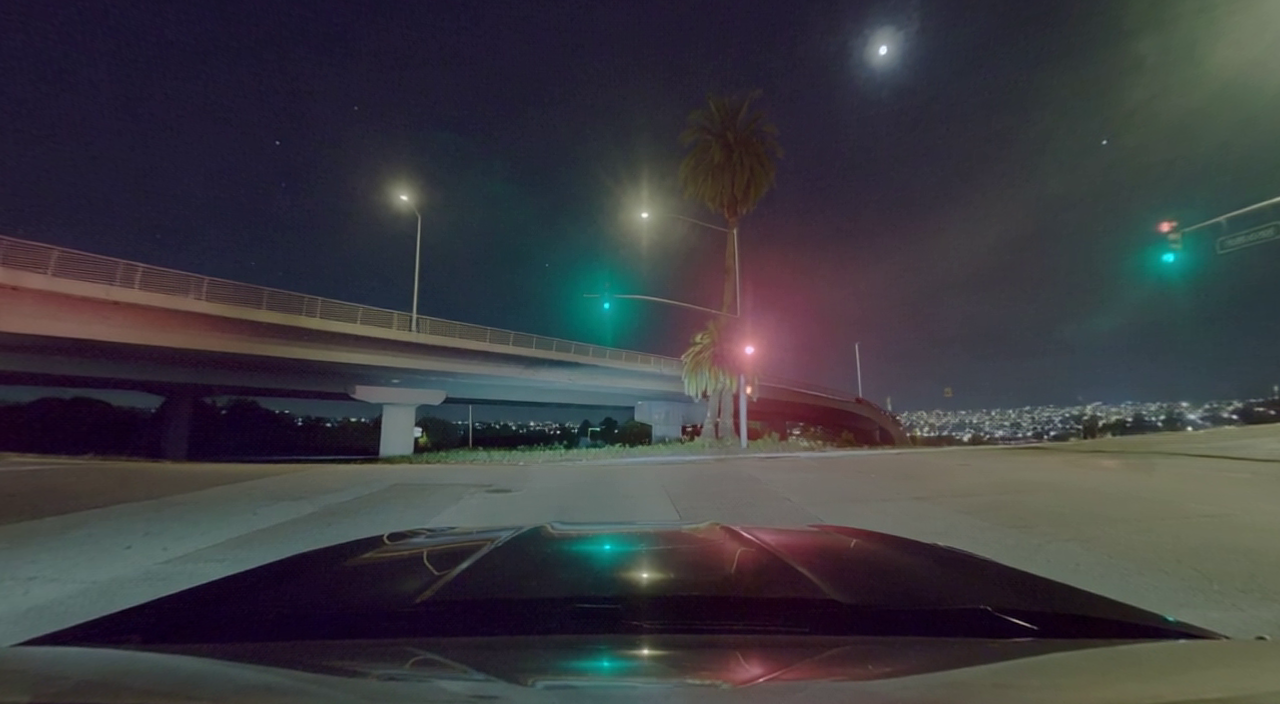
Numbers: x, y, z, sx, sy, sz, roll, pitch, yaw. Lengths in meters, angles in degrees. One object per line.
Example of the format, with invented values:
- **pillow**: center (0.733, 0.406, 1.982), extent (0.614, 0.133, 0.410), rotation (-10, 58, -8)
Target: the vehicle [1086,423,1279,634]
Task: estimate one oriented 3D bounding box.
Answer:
- **vehicle**: center (6.158, 1.519, 6.352), extent (1.959, 1.485, 4.628), rotation (-4, -9, 26)
